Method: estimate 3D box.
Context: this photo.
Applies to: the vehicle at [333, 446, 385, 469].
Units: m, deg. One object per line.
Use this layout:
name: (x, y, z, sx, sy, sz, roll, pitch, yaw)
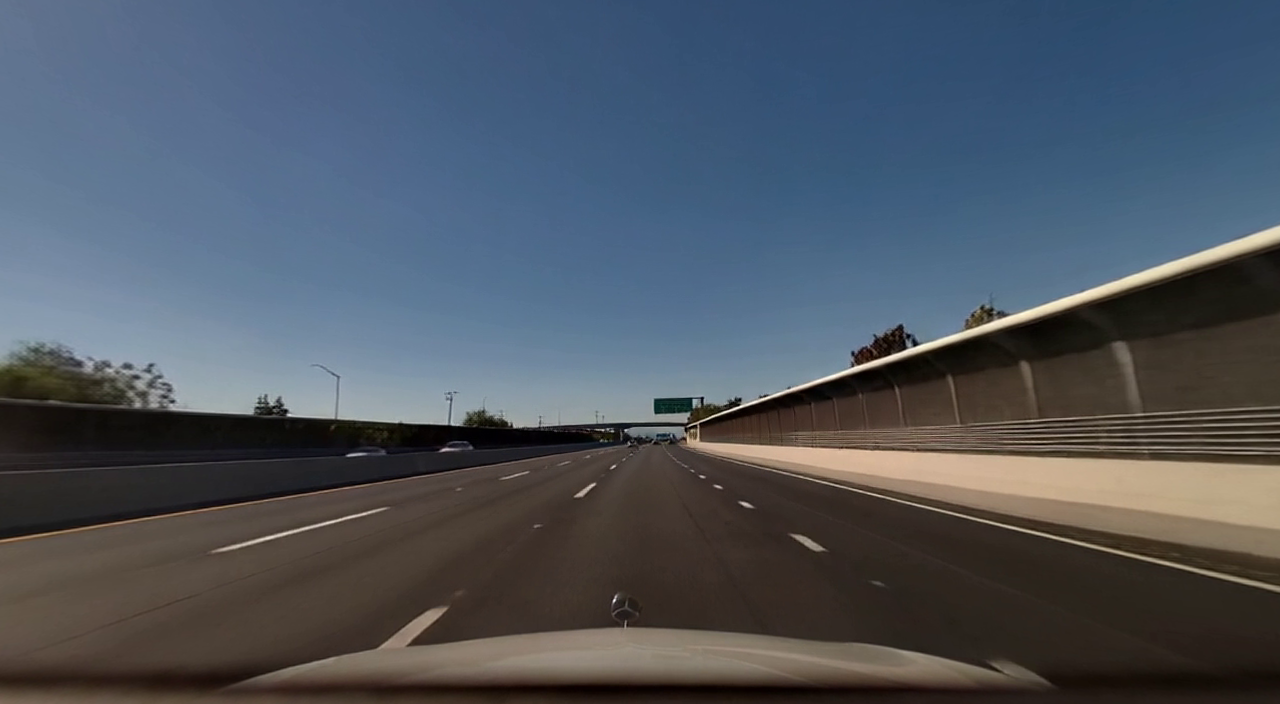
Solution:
vehicle: (-19.224, 7.221, 43.152, 1.759, 1.472, 3.823, 0, -8, 1)
